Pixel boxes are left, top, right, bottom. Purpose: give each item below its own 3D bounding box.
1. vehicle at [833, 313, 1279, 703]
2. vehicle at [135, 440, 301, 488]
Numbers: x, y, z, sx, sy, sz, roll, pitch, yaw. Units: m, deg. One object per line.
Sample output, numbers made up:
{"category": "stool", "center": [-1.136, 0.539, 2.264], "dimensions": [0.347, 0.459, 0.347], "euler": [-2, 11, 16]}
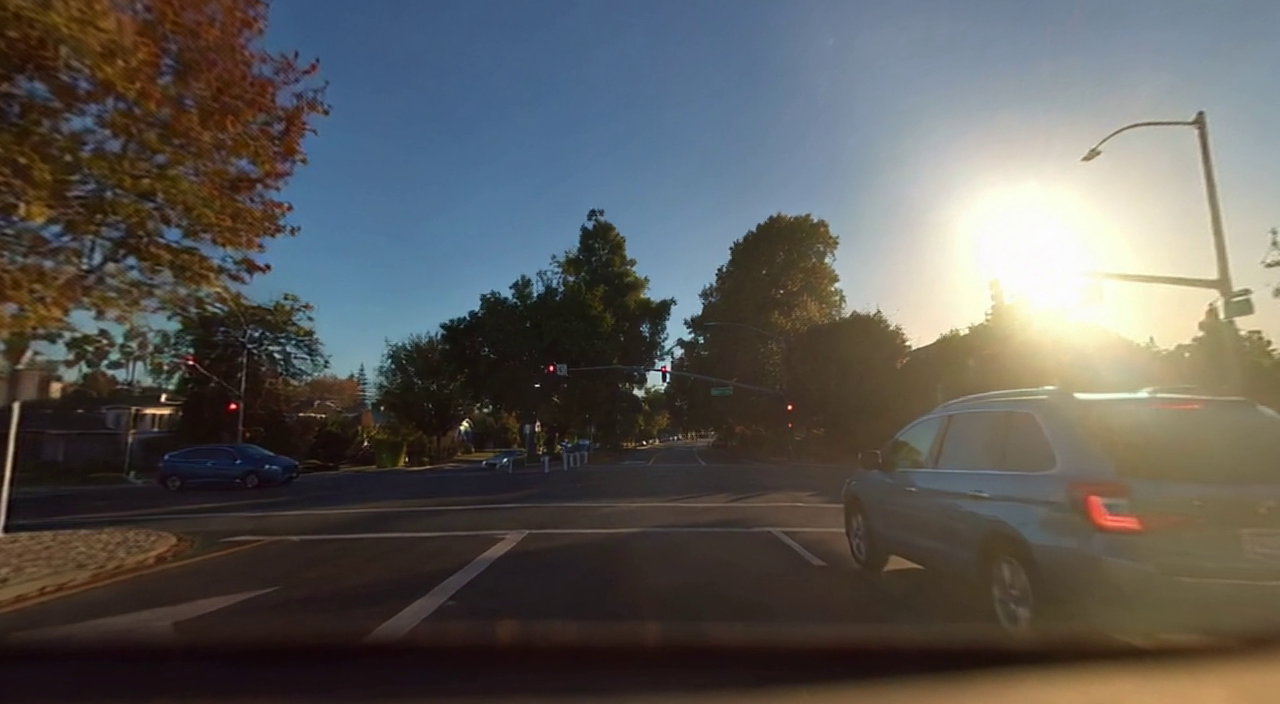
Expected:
{"category": "vehicle", "center": [3.457, 1.094, 4.960], "dimensions": [2.229, 1.795, 4.927], "euler": [0, -9, -1]}
{"category": "vehicle", "center": [-15.661, 4.175, 23.795], "dimensions": [4.737, 1.659, 2.042], "euler": [3, -9, -18]}
